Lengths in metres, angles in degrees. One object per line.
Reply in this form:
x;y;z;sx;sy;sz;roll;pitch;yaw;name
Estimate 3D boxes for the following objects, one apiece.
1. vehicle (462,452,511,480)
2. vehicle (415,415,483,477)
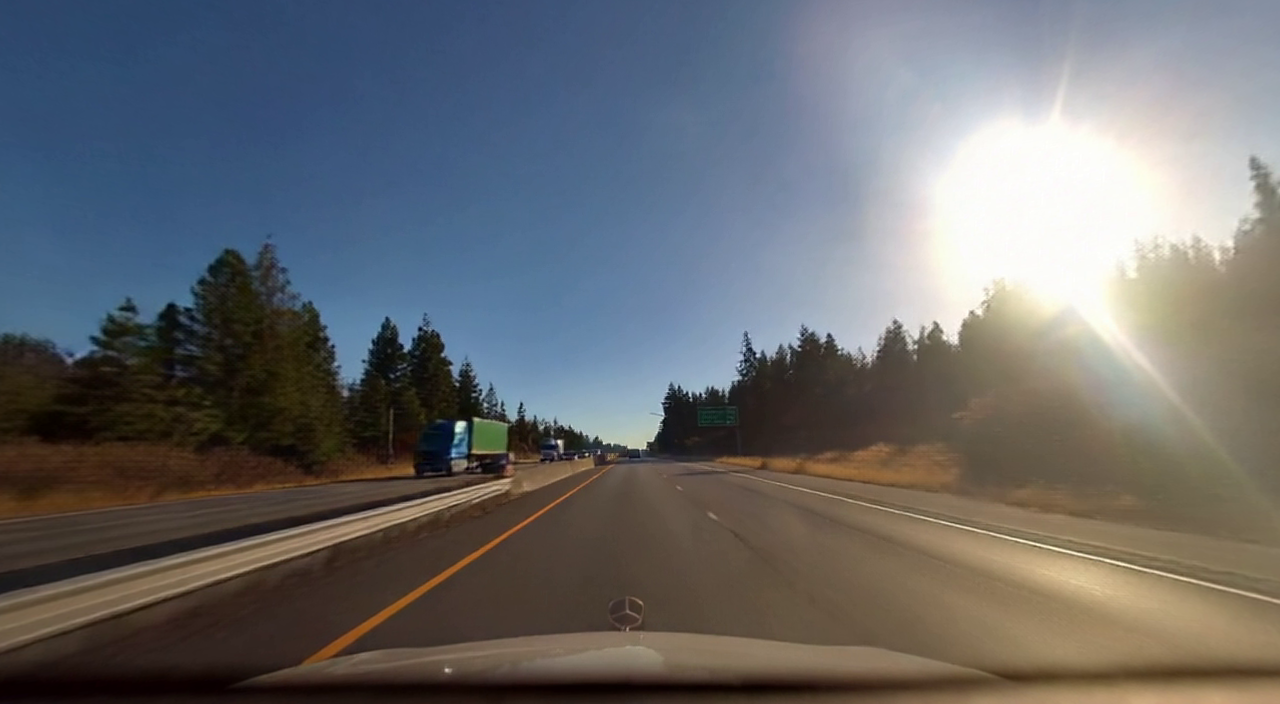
-8.820;6.580;36.571;1.864;1.460;4.134;0;-9;0;vehicle
-13.396;6.674;44.731;3.016;4.009;5.868;0;-9;-1;vehicle
